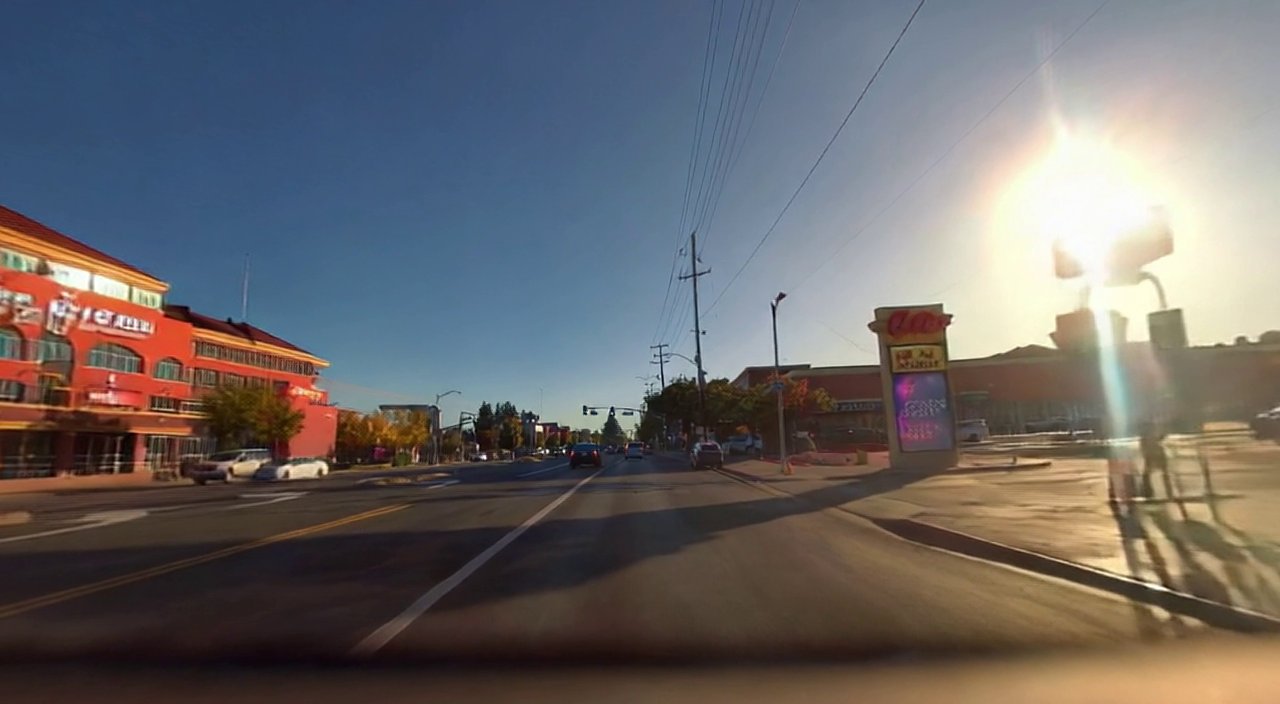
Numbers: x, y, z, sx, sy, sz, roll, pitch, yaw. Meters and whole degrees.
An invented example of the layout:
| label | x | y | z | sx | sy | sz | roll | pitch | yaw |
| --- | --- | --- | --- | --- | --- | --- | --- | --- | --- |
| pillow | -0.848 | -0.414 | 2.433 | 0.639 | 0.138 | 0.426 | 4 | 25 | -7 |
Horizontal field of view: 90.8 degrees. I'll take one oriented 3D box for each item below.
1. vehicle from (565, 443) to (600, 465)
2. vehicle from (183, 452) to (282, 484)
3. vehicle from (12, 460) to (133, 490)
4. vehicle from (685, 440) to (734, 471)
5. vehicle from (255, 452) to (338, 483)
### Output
| label | x | y | z | sx | sy | sz | roll | pitch | yaw |
| --- | --- | --- | --- | --- | --- | --- | --- | --- | --- |
| vehicle | -4.249 | 7.612 | 47.197 | 2.179 | 1.490 | 4.742 | 0 | -9 | 0 |
| vehicle | -25.832 | 7.321 | 40.204 | 2.239 | 1.802 | 4.652 | -5 | -10 | 28 |
| vehicle | -31.133 | 6.733 | 34.746 | 4.720 | 1.556 | 2.070 | -1 | -9 | 3 |
| vehicle | 3.567 | 5.434 | 33.295 | 1.922 | 1.507 | 4.824 | 0 | -9 | -1 |
| vehicle | -18.418 | 6.188 | 34.159 | 1.990 | 1.500 | 4.467 | 0 | -9 | 0 |
